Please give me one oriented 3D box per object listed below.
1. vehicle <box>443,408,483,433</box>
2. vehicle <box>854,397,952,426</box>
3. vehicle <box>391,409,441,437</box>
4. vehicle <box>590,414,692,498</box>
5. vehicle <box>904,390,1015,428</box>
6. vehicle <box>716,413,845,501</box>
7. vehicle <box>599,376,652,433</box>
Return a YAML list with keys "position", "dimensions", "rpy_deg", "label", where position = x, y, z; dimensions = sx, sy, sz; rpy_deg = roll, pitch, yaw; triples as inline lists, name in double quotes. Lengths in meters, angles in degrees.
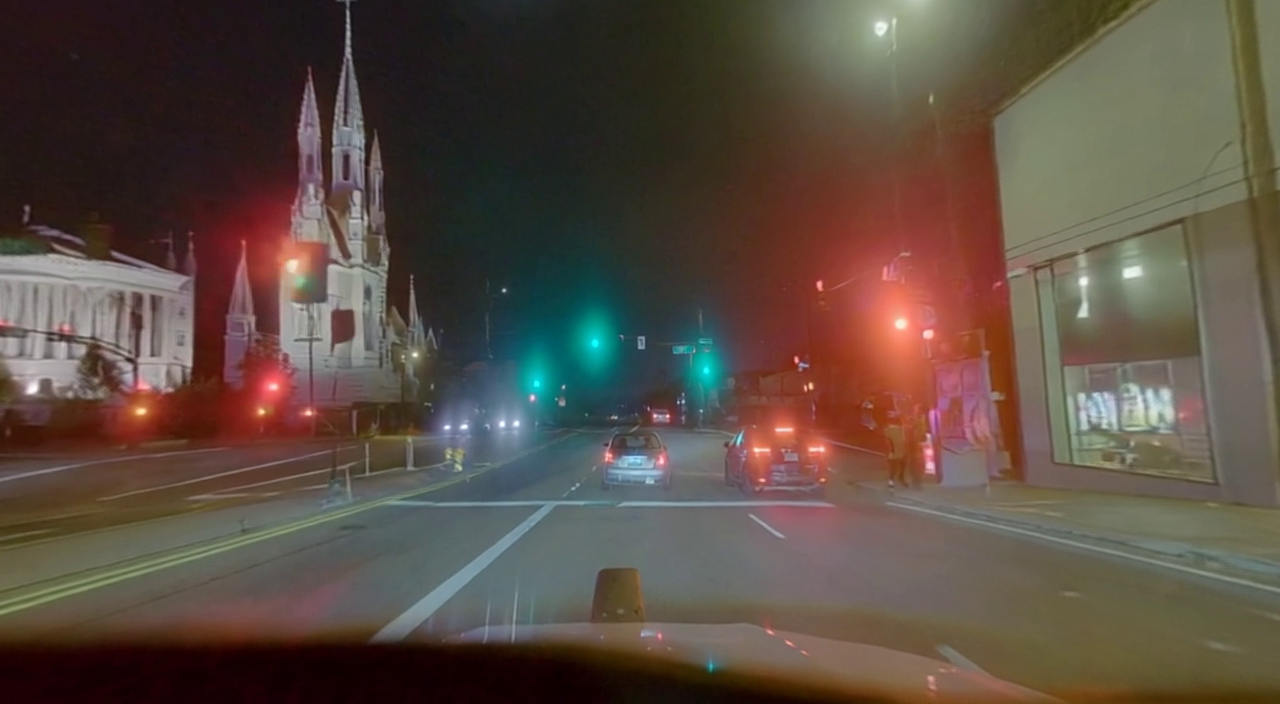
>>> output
- position: [-13.663, 5.352, 48.990]
  dimensions: [2.069, 1.790, 4.358]
  rpy_deg: [1, -9, -3]
  label: "vehicle"
- position: [14.564, 3.307, 35.172]
  dimensions: [4.488, 1.475, 2.083]
  rpy_deg: [0, -8, -3]
  label: "vehicle"
- position: [-16.639, 5.379, 47.190]
  dimensions: [1.969, 1.896, 5.404]
  rpy_deg: [1, -9, -3]
  label: "vehicle"
- position: [-0.034, 2.440, 15.566]
  dimensions: [2.168, 1.776, 4.135]
  rpy_deg: [0, -6, -2]
  label: "vehicle"
- position: [16.310, 2.895, 32.386]
  dimensions: [4.512, 1.734, 2.143]
  rpy_deg: [-2, -4, -4]
  label: "vehicle"
- position: [3.400, 2.553, 16.293]
  dimensions: [2.080, 1.735, 4.650]
  rpy_deg: [3, -5, -2]
  label: "vehicle"
- position: [-1.050, 3.267, 39.413]
  dimensions: [2.930, 3.209, 8.154]
  rpy_deg: [0, -5, -3]
  label: "vehicle"
